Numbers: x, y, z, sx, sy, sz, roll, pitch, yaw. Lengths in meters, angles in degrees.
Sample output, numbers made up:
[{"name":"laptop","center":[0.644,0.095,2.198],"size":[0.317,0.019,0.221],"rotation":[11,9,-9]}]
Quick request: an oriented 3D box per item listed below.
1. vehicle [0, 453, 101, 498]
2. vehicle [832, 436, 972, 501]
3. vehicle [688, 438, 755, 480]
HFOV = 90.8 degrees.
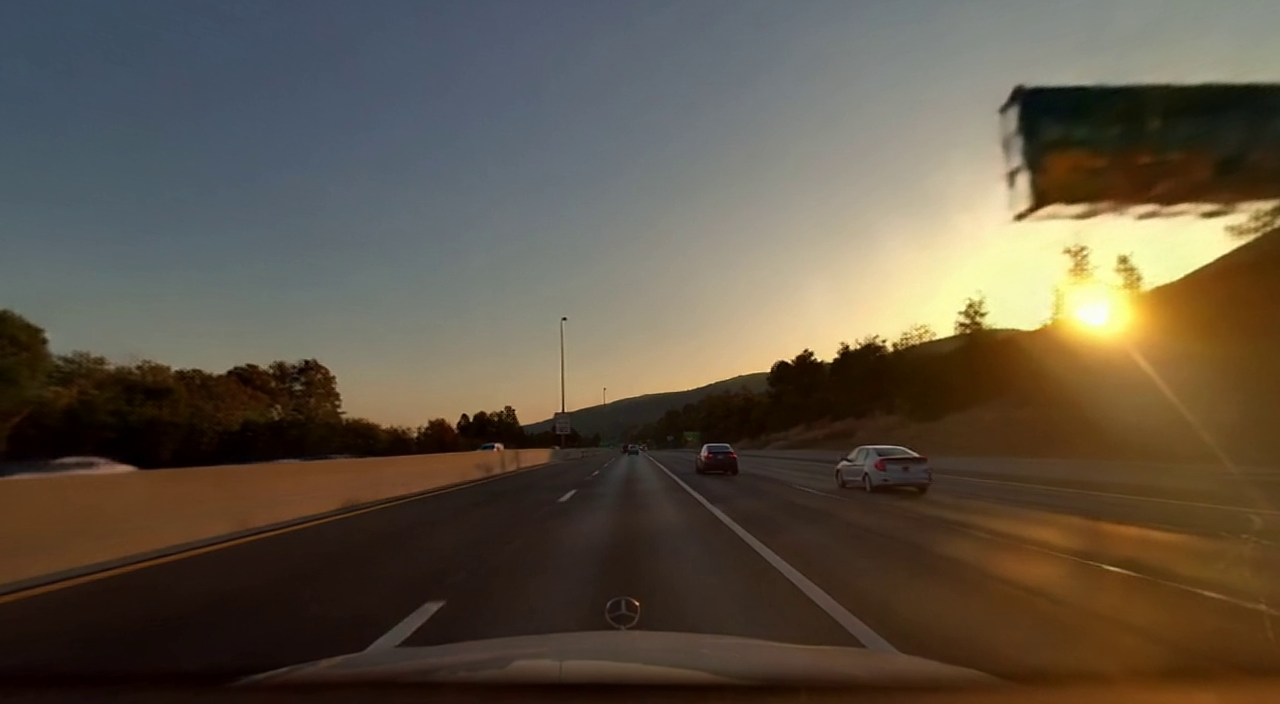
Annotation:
[{"name":"vehicle","center":[-22.169,4.365,22.578],"size":[1.888,1.373,4.582],"rotation":[1,-8,-2]},{"name":"vehicle","center":[6.833,3.072,17.027],"size":[2.038,1.528,3.910],"rotation":[0,-8,-1]},{"name":"vehicle","center":[3.198,4.302,25.667],"size":[2.056,1.553,4.320],"rotation":[0,-8,-2]}]
